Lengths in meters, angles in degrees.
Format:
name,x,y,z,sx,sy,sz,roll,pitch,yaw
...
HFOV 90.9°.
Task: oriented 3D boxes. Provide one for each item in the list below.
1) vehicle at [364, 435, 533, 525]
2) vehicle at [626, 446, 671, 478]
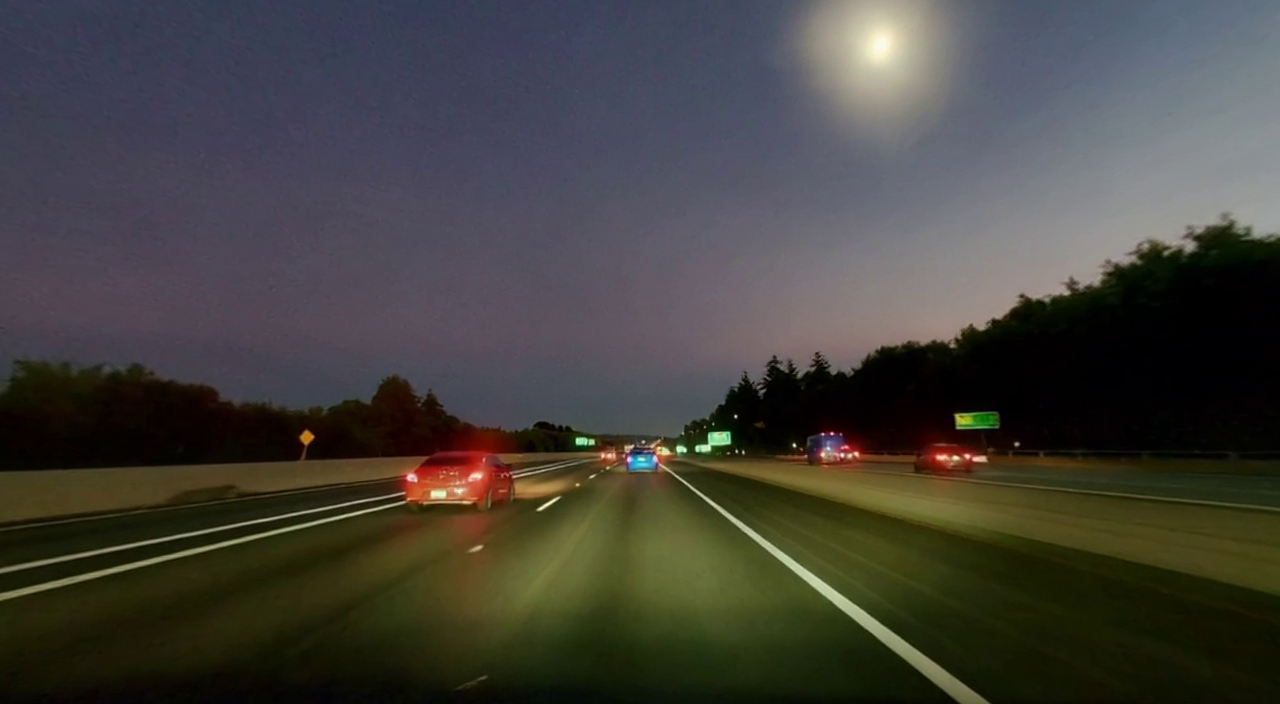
name,x,y,z,sx,sy,sz,roll,pitch,yaw
vehicle,-3.554,2.470,12.644,2.062,1.474,4.151,0,-9,0
vehicle,0.364,5.230,30.137,2.002,1.449,3.612,0,-9,-1
